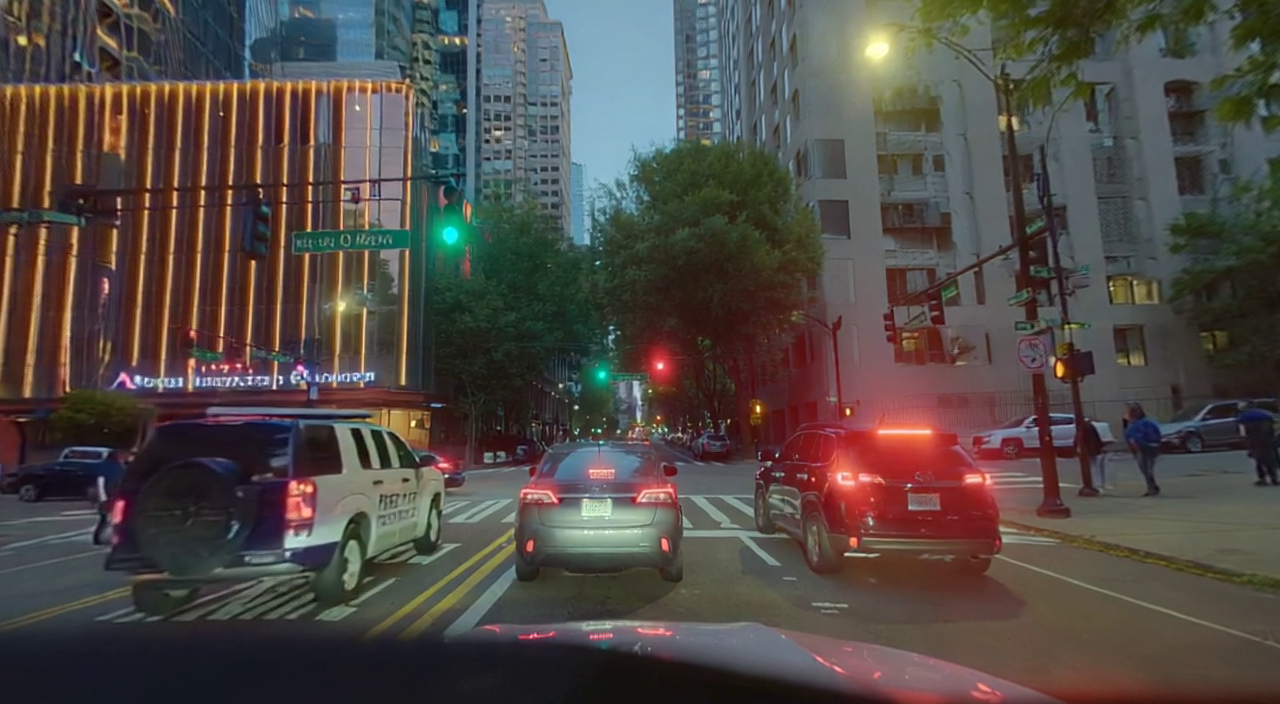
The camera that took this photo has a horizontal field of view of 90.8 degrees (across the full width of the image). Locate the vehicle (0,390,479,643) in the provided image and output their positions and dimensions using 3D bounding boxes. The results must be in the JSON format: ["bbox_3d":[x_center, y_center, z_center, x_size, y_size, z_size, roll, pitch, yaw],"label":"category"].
[{"bbox_3d":[-3.651,1.585,7.330,2.190,1.840,5.272,0,-8,0],"label":"vehicle"}]

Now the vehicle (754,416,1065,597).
[{"bbox_3d":[3.031,1.841,8.542,2.072,1.735,4.759,0,-8,0],"label":"vehicle"}]

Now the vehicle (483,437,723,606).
[{"bbox_3d":[-0.352,1.788,7.656,2.092,1.454,4.132,0,-8,-1],"label":"vehicle"}]

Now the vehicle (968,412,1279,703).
[{"bbox_3d":[2.740,0.805,1.111,1.902,1.454,4.540,0,-8,0],"label":"vehicle"}]
